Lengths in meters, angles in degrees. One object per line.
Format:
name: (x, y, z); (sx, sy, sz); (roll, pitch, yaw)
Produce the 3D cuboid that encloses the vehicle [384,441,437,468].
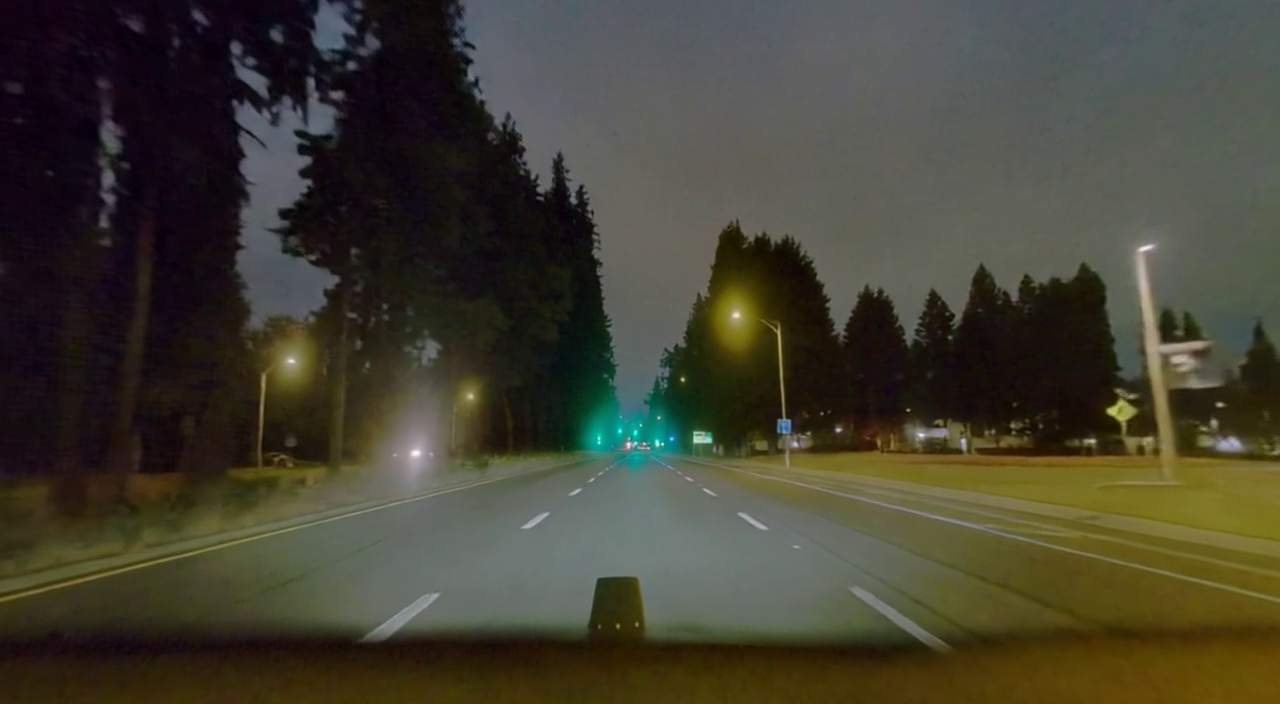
vehicle: (-16.446, 7.342, 45.477); (2.025, 1.802, 4.468); (0, -8, 1)
